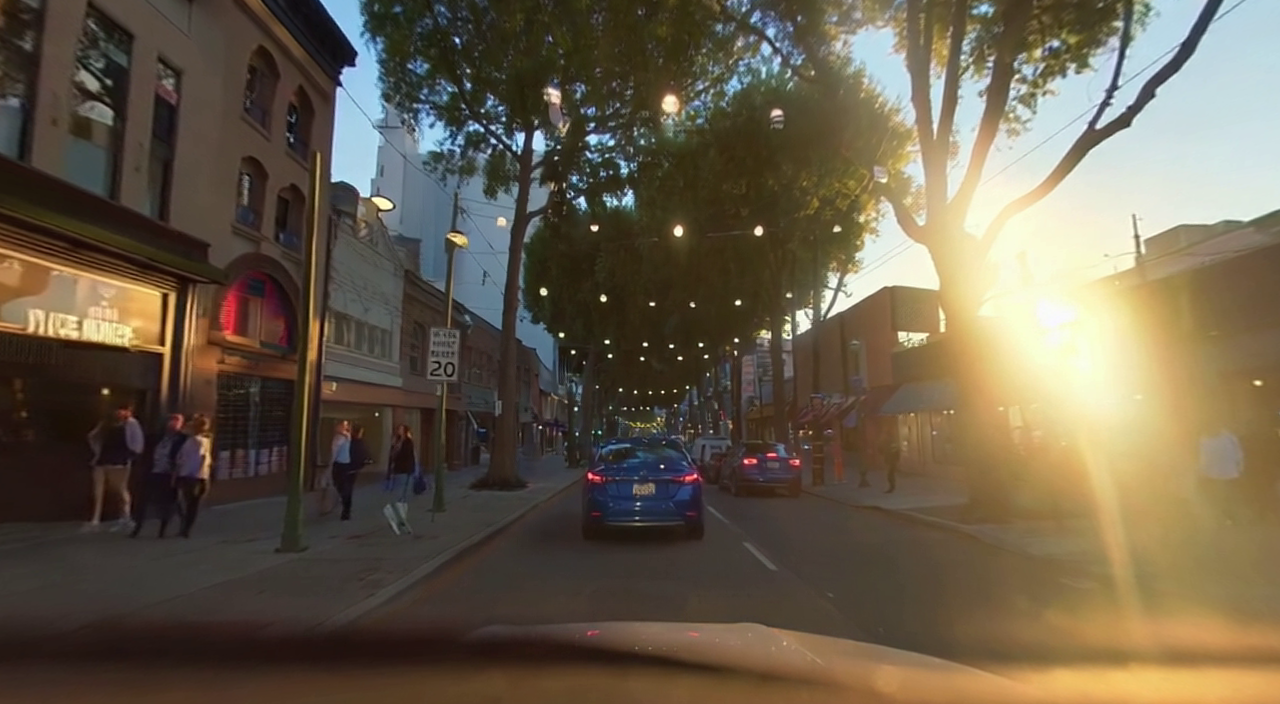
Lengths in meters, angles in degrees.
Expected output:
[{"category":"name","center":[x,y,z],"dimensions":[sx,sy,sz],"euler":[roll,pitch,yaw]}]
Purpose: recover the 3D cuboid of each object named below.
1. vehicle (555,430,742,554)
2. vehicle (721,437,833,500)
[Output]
[{"category":"vehicle","center":[0.064,2.003,9.771],"dimensions":[2.261,1.474,4.130],"euler":[0,-8,-1]},{"category":"vehicle","center":[3.615,3.164,17.601],"dimensions":[2.025,1.523,4.426],"euler":[0,-9,-1]}]
